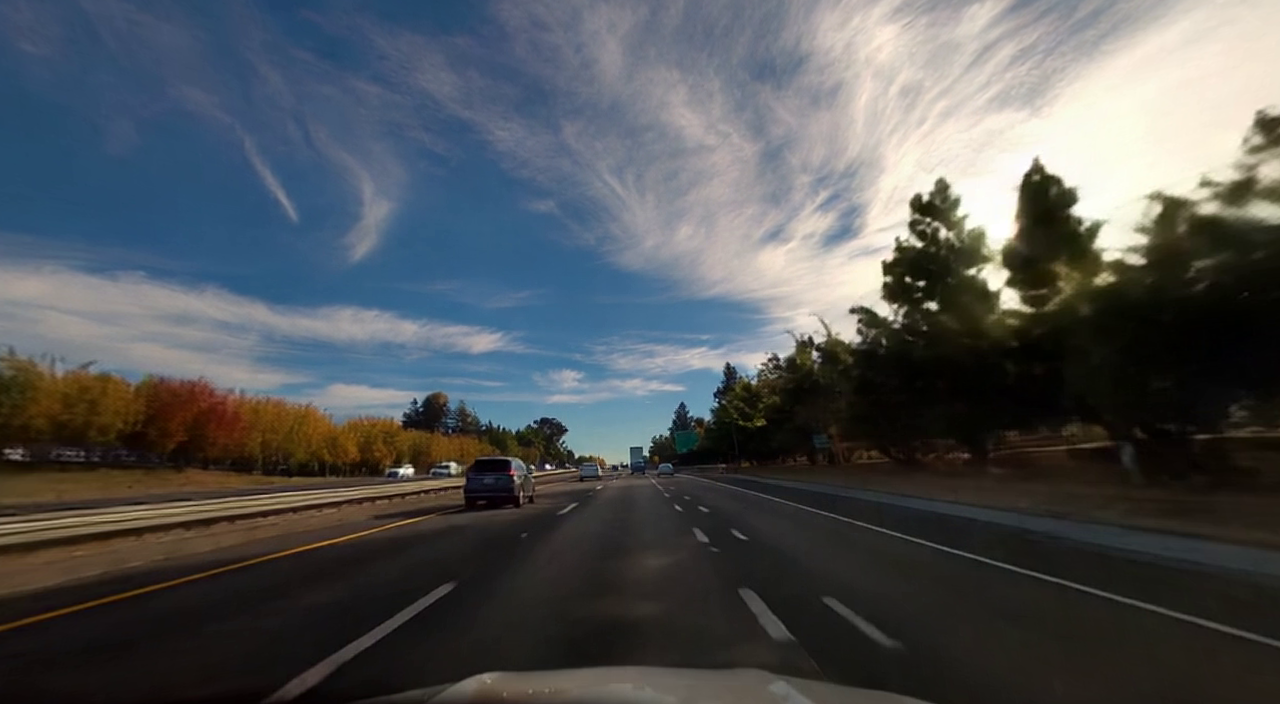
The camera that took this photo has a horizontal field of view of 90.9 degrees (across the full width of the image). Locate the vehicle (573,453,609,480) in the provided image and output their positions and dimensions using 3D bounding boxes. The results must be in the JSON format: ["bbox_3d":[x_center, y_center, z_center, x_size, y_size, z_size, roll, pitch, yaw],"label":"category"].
[{"bbox_3d":[-3.697,8.841,48.642,2.390,1.879,4.423,1,-10,0],"label":"vehicle"}]

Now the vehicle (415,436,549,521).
[{"bbox_3d":[-3.933,3.310,16.768,2.272,1.873,4.832,1,-10,0],"label":"vehicle"}]
